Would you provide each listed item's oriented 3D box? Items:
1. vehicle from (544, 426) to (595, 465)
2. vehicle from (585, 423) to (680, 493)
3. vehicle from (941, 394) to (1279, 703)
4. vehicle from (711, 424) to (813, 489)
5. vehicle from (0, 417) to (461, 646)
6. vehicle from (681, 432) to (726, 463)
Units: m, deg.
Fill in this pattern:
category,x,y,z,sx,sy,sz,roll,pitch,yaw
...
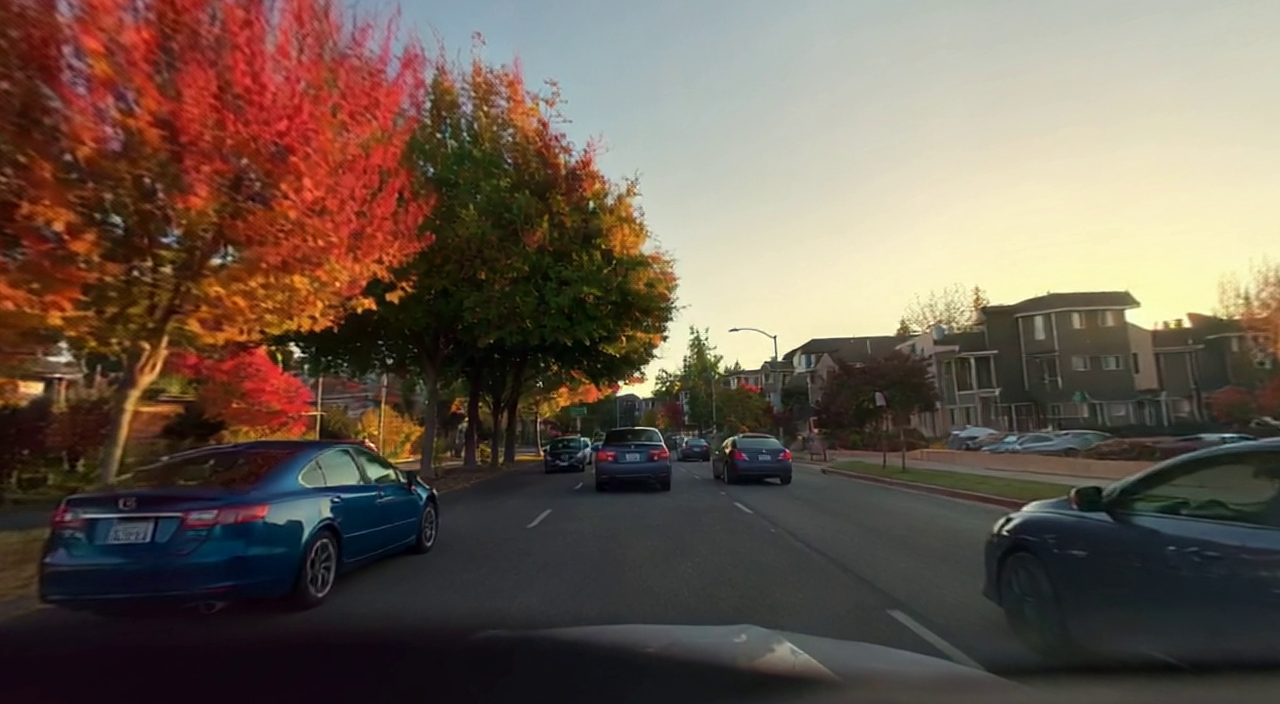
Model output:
category,x,y,z,sx,sy,sz,roll,pitch,yaw
vehicle,-3.880,5.301,35.714,2.246,2.062,5.123,0,-8,1
vehicle,-0.217,2.873,17.349,2.293,1.662,4.262,0,-8,-1
vehicle,3.382,0.940,2.579,2.060,1.474,4.475,0,-8,0
vehicle,3.425,3.053,18.601,2.019,1.675,4.488,0,-8,-1
vehicle,-3.548,1.502,6.433,1.997,1.479,4.547,0,-8,1
vehicle,3.605,5.553,36.464,2.067,1.687,4.163,0,-8,-2
